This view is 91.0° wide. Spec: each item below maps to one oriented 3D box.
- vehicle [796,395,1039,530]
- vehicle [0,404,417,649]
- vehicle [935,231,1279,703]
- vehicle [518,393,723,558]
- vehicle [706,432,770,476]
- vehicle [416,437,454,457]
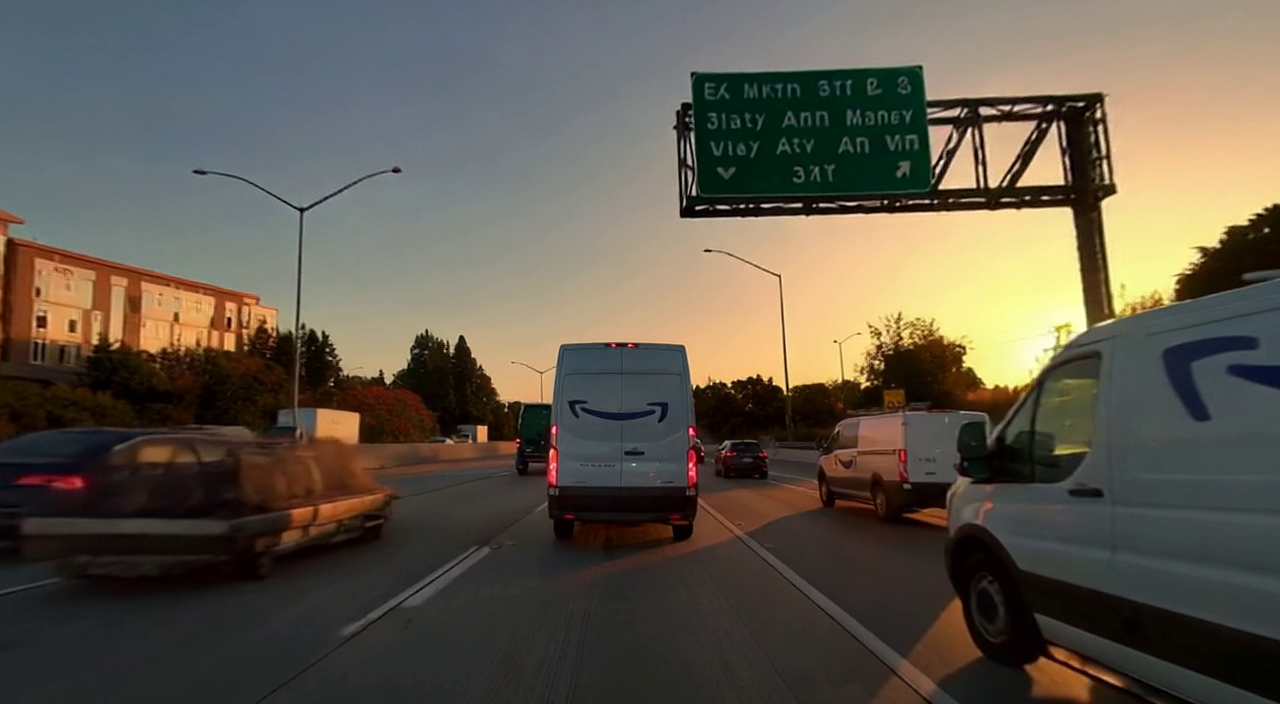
[{"bbox_3d":[4.834,2.052,12.177,2.179,1.999,5.331,1,-9,-1],"label":"vehicle"},{"bbox_3d":[-4.021,1.406,6.165,1.983,1.496,4.371,0,-8,1],"label":"vehicle"},{"bbox_3d":[2.981,0.530,1.173,2.341,1.890,5.144,0,-9,0],"label":"vehicle"},{"bbox_3d":[-0.210,1.702,9.309,2.287,1.823,4.369,0,-8,0],"label":"vehicle"},{"bbox_3d":[4.087,4.343,26.964,2.064,1.720,4.416,0,-8,0],"label":"vehicle"},{"bbox_3d":[-15.612,7.253,48.126,1.578,1.432,3.491,0,-8,1],"label":"vehicle"}]
